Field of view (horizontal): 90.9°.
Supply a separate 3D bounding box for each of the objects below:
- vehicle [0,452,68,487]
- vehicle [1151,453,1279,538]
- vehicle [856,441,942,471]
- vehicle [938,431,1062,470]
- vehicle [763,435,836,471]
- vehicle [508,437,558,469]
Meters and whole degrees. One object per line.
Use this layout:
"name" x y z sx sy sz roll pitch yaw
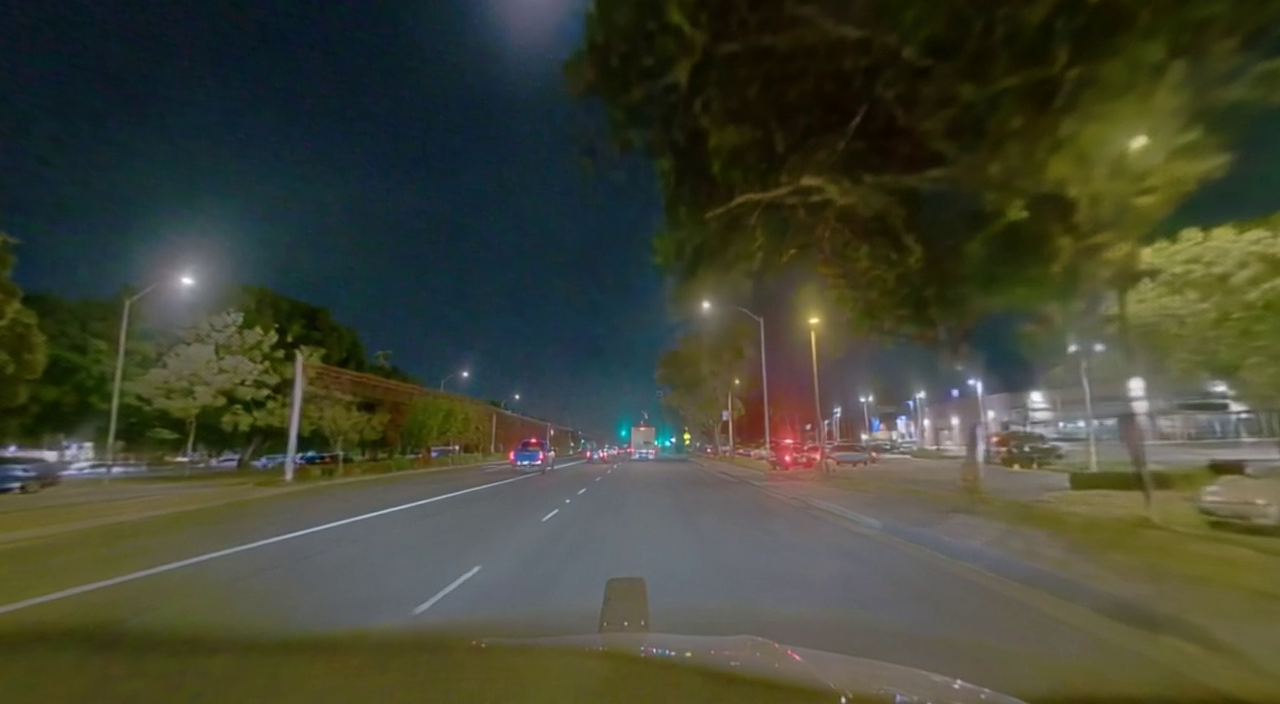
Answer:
"vehicle" -34.146 6.318 33.951 4.555 1.761 2.039 0 -8 0
"vehicle" 13.286 2.858 12.877 3.967 1.552 1.914 0 -9 -1
"vehicle" 13.543 5.449 33.287 1.944 1.476 4.483 2 -9 -12
"vehicle" 18.638 5.149 33.095 2.211 1.880 5.847 2 -9 -12
"vehicle" 8.296 5.304 33.368 2.057 1.750 4.679 1 -9 -8
"vehicle" -6.755 6.463 40.410 2.149 1.893 5.187 0 -9 1
